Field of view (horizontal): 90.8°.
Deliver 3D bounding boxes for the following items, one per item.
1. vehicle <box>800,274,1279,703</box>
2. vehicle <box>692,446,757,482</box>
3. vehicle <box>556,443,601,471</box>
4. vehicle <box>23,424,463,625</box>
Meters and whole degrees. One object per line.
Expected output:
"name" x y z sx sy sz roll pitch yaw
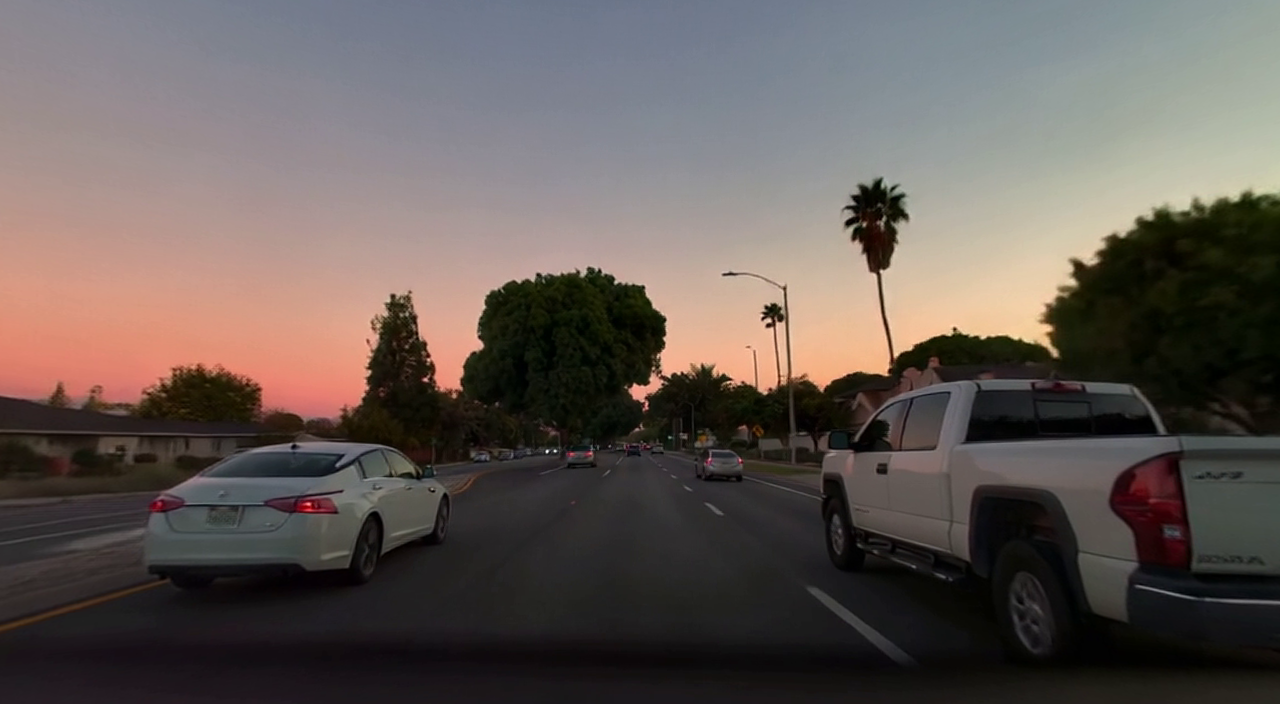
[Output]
"vehicle" 3.337 1.103 5.277 2.478 2.030 5.723 0 -9 0
"vehicle" 3.642 4.943 28.252 2.149 1.421 4.805 0 -9 -1
"vehicle" -3.604 6.259 37.788 2.263 1.548 4.555 0 -8 0
"vehicle" -3.629 1.637 7.011 2.094 1.509 4.286 0 -8 0
